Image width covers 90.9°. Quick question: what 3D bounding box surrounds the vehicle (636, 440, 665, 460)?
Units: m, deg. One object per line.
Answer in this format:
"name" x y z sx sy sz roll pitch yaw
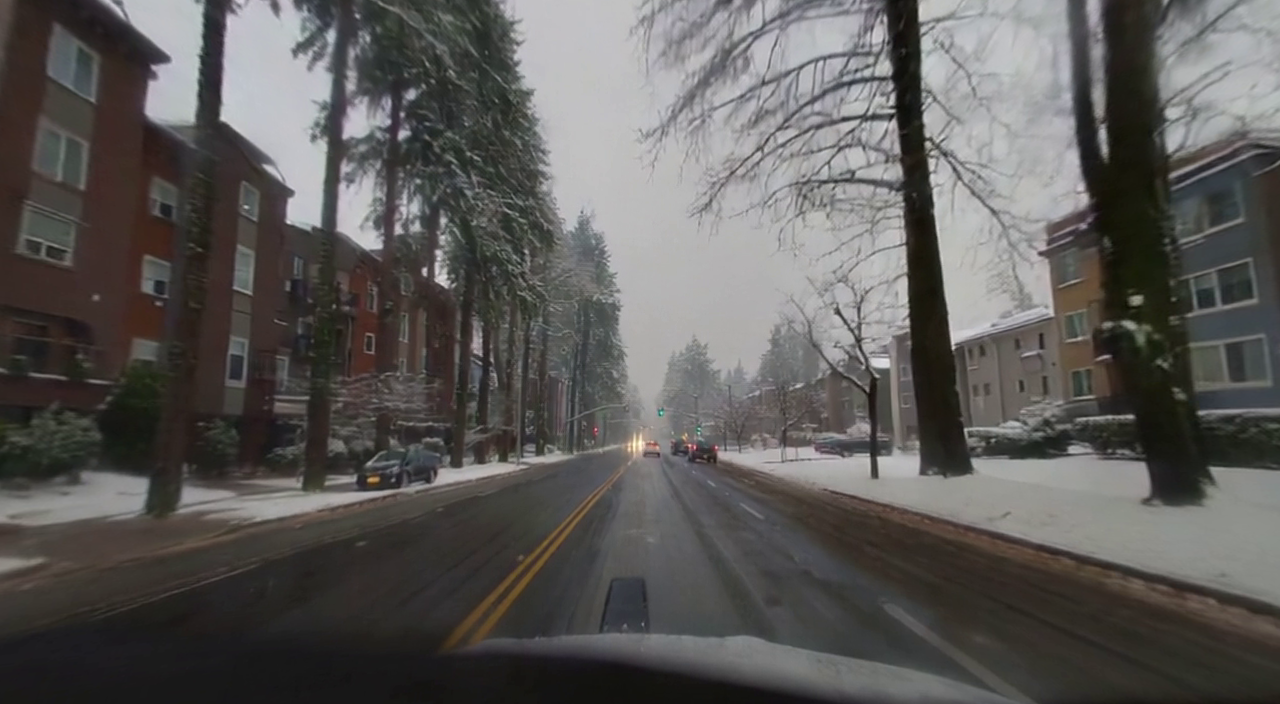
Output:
"vehicle" 0.778 7.484 48.264 2.097 1.463 4.043 0 -9 0

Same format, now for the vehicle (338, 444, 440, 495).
"vehicle" -9.316 4.361 23.808 1.933 1.498 4.446 -4 -7 2

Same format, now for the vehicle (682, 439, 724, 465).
"vehicle" 3.801 6.180 38.966 2.078 1.488 4.741 0 -9 -1
